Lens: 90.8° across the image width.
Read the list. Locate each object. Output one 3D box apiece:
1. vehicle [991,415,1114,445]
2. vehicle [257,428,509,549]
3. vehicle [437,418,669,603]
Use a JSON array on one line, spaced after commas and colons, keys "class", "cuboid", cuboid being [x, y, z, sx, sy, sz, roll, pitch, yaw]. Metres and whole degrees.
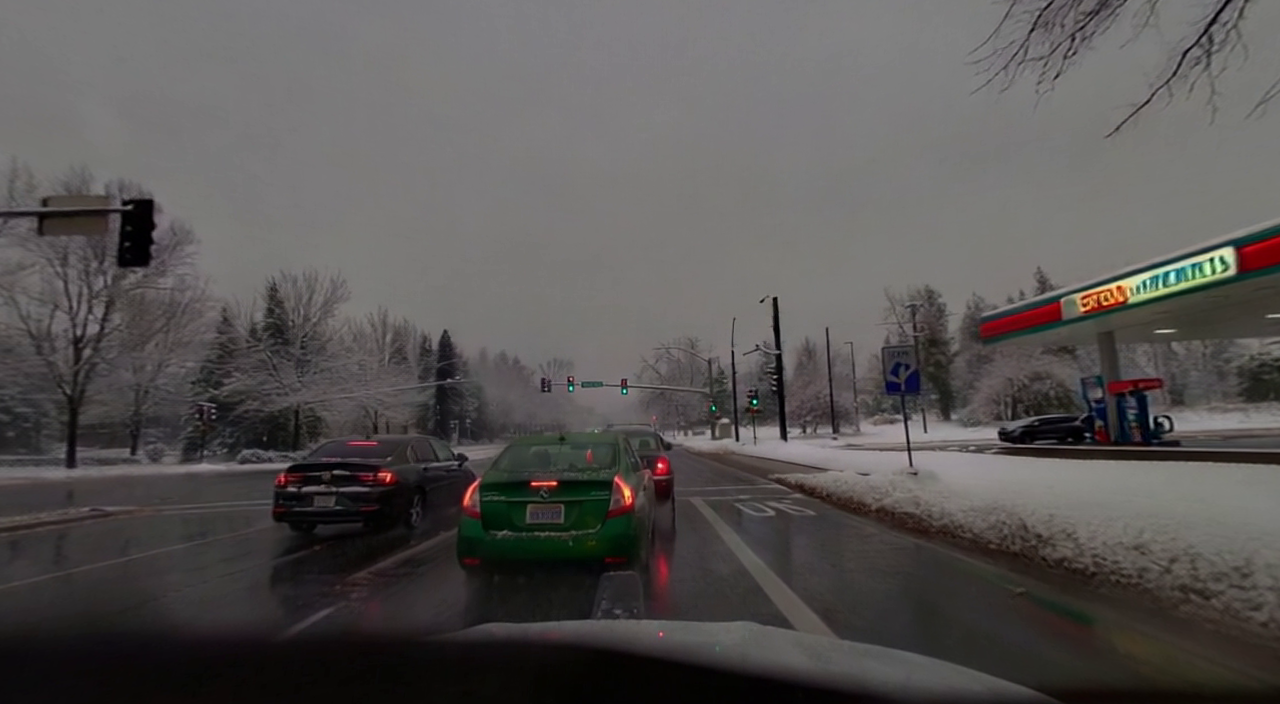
[{"class": "vehicle", "cuboid": [21.181, 4.050, 32.580, 4.874, 1.502, 2.048, 0, -8, 0]}, {"class": "vehicle", "cuboid": [-3.752, 2.081, 10.405, 1.995, 1.506, 4.773, 0, -8, 2]}, {"class": "vehicle", "cuboid": [-0.645, 1.635, 7.493, 1.916, 1.510, 4.447, 0, -8, 2]}]
